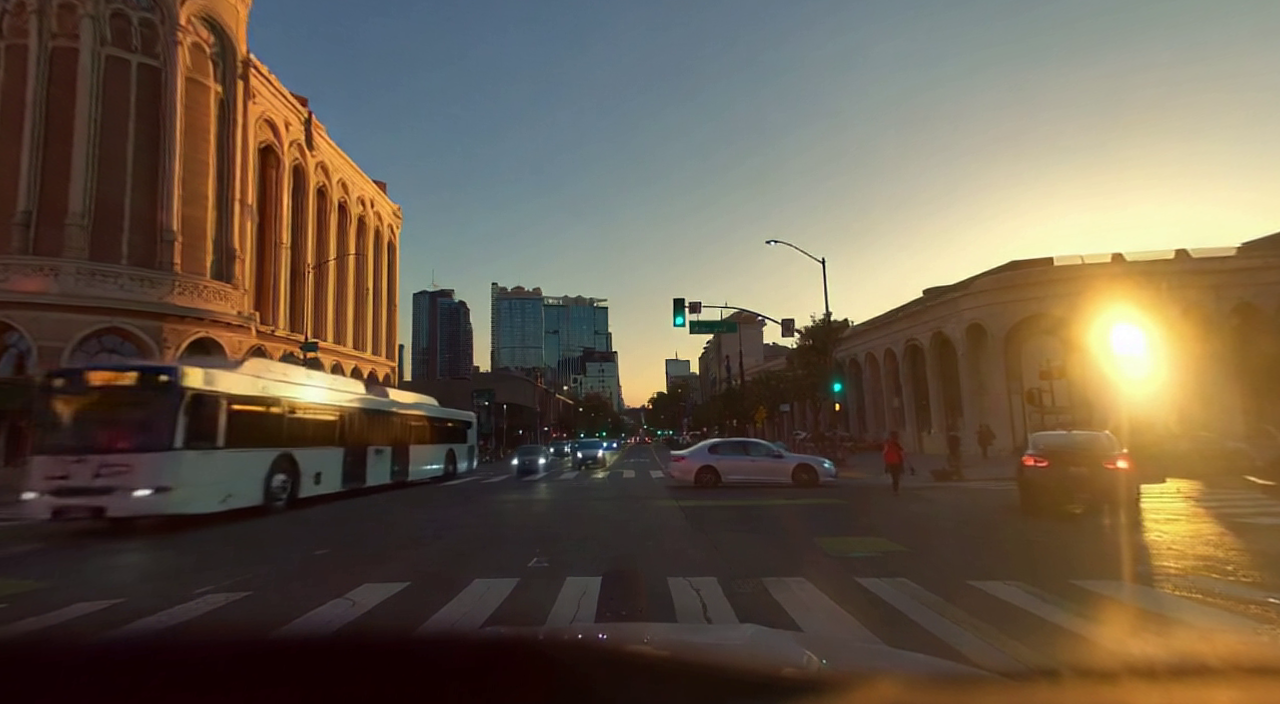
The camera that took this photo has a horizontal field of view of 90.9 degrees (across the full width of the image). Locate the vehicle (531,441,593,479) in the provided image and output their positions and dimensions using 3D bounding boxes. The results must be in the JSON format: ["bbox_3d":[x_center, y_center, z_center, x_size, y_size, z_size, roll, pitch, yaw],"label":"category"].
[{"bbox_3d":[-3.139,4.446,26.287,1.904,1.402,4.759,0,-8,1],"label":"vehicle"}]

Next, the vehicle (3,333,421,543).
[{"bbox_3d":[-8.769,2.131,15.485,2.916,3.427,10.189,0,-8,1],"label":"vehicle"}]

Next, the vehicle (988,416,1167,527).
[{"bbox_3d":[7.404,1.954,10.877,2.006,1.495,4.271,-5,-10,33],"label":"vehicle"}]

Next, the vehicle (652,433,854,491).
[{"bbox_3d":[3.222,3.123,18.169,5.388,1.465,2.050,-4,-9,23],"label":"vehicle"}]
